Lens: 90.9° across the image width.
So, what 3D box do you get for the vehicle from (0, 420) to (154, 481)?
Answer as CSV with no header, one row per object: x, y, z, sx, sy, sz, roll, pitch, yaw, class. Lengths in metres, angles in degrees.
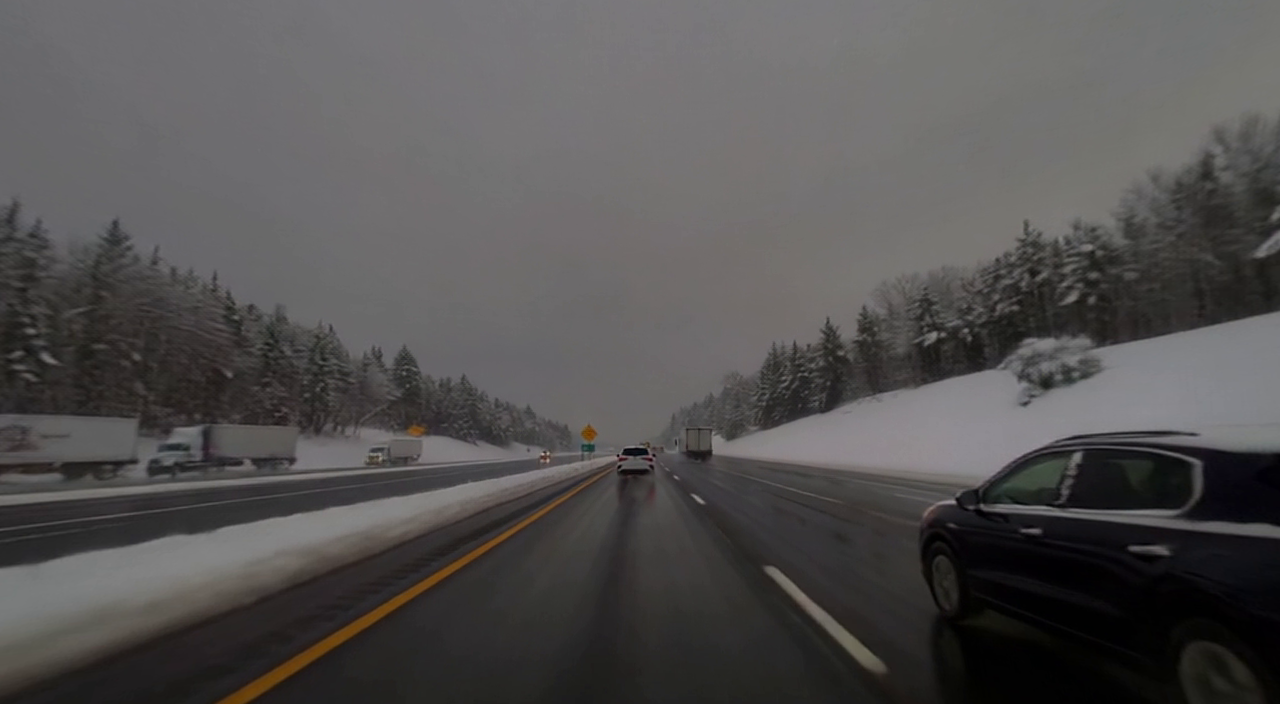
-36.056,5.695,36.768,2.901,3.250,16.142,-2,-7,-1,vehicle

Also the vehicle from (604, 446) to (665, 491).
-0.174,4.087,22.353,1.970,1.441,3.846,0,-9,0,vehicle

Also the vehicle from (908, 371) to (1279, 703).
3.015,0.890,2.320,1.997,1.534,4.664,0,-9,0,vehicle

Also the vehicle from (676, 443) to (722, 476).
3.154,5.878,34.591,2.048,1.704,4.284,0,-9,0,vehicle
